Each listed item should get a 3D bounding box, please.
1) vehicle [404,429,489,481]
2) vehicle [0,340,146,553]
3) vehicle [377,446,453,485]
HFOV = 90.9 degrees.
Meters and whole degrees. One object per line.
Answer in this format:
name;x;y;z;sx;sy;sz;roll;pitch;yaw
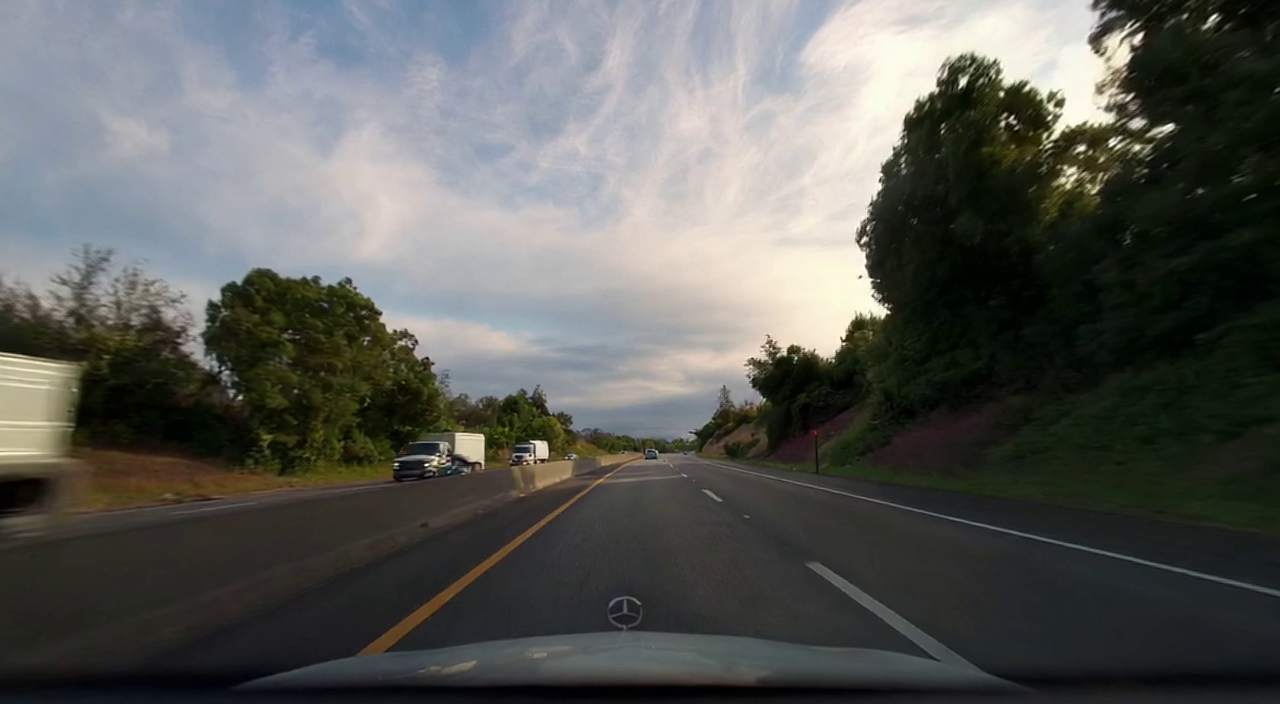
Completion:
vehicle;-12.628;6.850;42.148;2.692;3.025;8.751;0;-9;1
vehicle;-13.052;1.447;9.628;2.990;3.800;9.717;0;-9;0
vehicle;-12.691;6.406;35.979;2.498;2.023;4.871;0;-9;0
